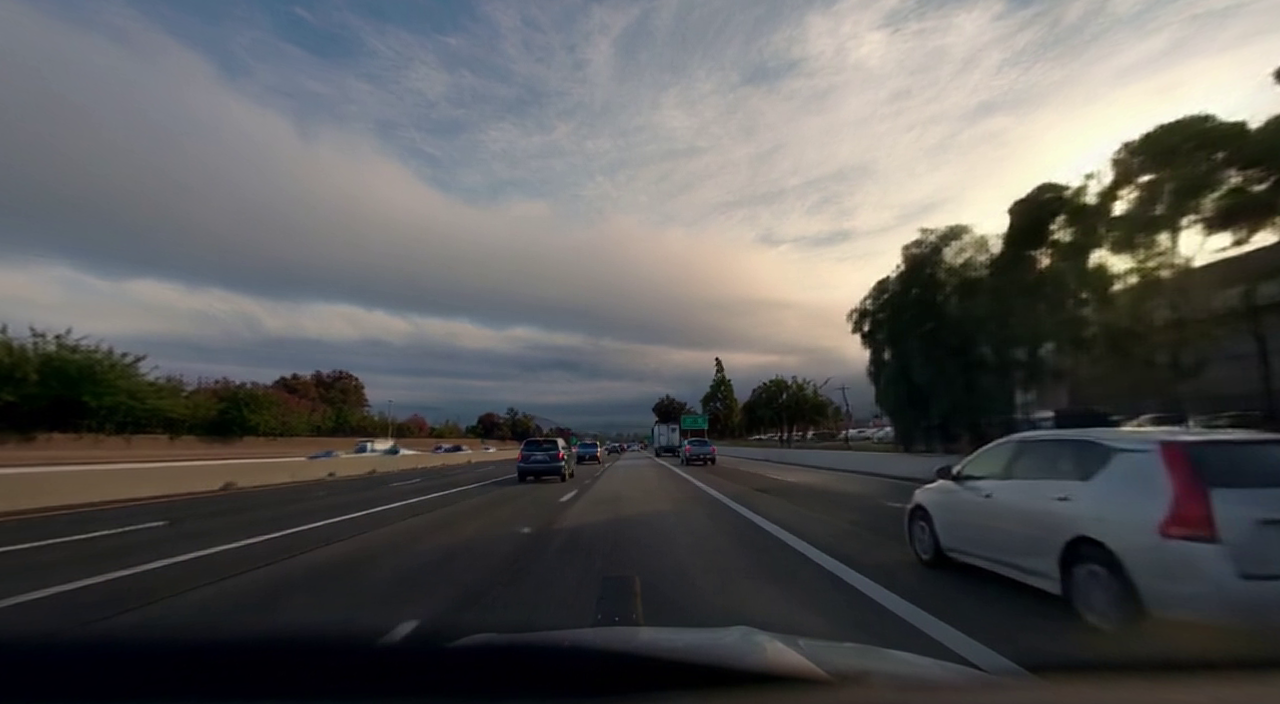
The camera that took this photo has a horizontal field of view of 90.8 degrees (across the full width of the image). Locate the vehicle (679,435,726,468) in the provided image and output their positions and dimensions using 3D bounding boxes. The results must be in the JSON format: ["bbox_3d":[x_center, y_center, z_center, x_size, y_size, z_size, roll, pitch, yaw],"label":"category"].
[{"bbox_3d":[3.617,5.904,37.513,2.198,1.807,4.530,0,-8,-2],"label":"vehicle"}]

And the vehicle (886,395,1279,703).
[{"bbox_3d":[3.767,1.229,4.675,1.957,1.510,4.643,0,-8,-1],"label":"vehicle"}]

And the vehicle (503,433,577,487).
[{"bbox_3d":[-3.541,3.915,23.229,1.987,1.765,4.508,0,-8,0],"label":"vehicle"}]
